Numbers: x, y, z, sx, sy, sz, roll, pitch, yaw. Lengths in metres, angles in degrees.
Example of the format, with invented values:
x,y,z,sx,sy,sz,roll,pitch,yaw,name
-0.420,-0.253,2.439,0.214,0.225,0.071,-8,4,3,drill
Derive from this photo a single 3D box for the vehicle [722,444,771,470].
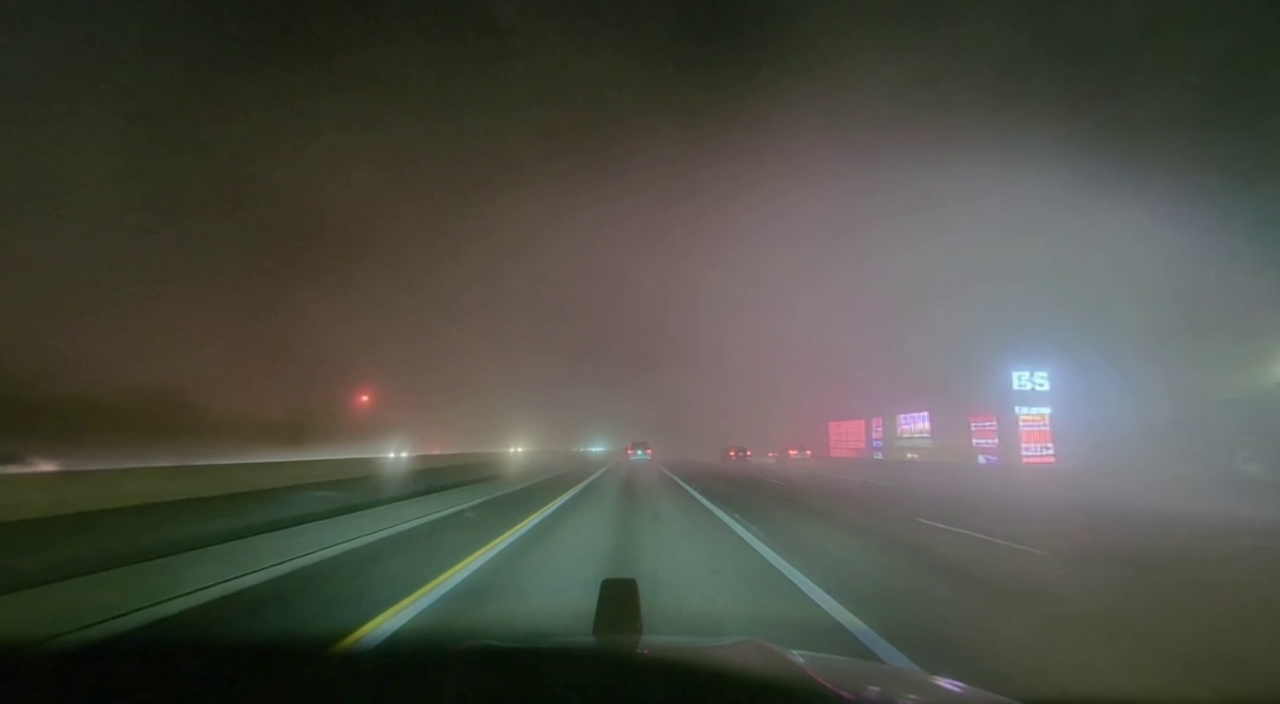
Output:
x,y,z,sx,sy,sz,roll,pitch,yaw,name
6.240,6.199,37.526,1.976,1.477,4.448,0,-8,-2,vehicle

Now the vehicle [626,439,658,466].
x,y,z,sx,sy,sz,roll,pitch,yaw,name
0.075,7.122,44.852,2.154,1.786,5.045,0,-8,-2,vehicle

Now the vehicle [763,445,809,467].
x,y,z,sx,sy,sz,roll,pitch,yaw,name
10.102,7.212,44.036,1.953,1.473,4.512,0,-8,-2,vehicle
